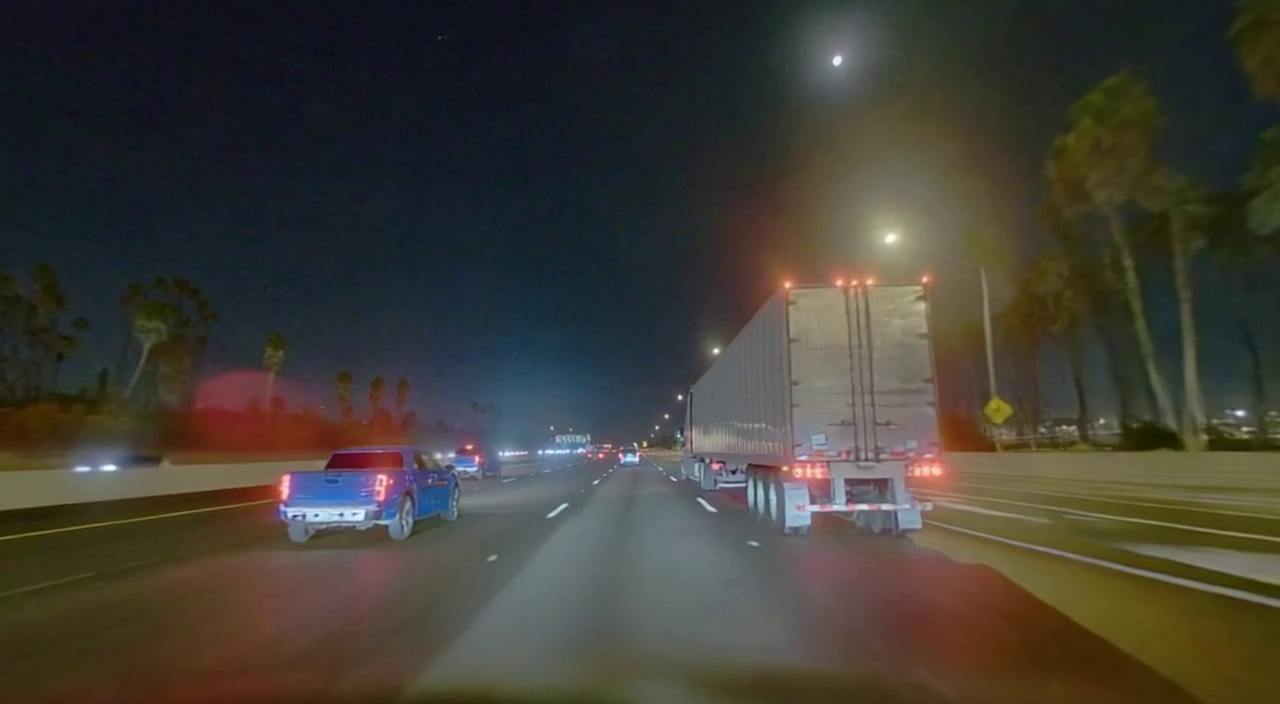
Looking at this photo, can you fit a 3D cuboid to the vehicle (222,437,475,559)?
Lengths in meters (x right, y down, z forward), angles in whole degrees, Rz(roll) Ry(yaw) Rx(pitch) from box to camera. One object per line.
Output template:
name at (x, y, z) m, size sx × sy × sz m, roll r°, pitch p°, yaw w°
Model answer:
vehicle at (-4.276, 2.179, 10.168) m, size 2.120 × 1.537 × 4.139 m, roll 0°, pitch -9°, yaw 0°

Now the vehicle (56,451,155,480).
vehicle at (-36.359, 7.690, 43.063) m, size 2.037 × 1.800 × 5.396 m, roll 0°, pitch -9°, yaw 0°

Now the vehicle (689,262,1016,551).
vehicle at (3.611, 1.928, 17.141) m, size 2.891 × 4.123 × 16.415 m, roll 0°, pitch -9°, yaw -1°
